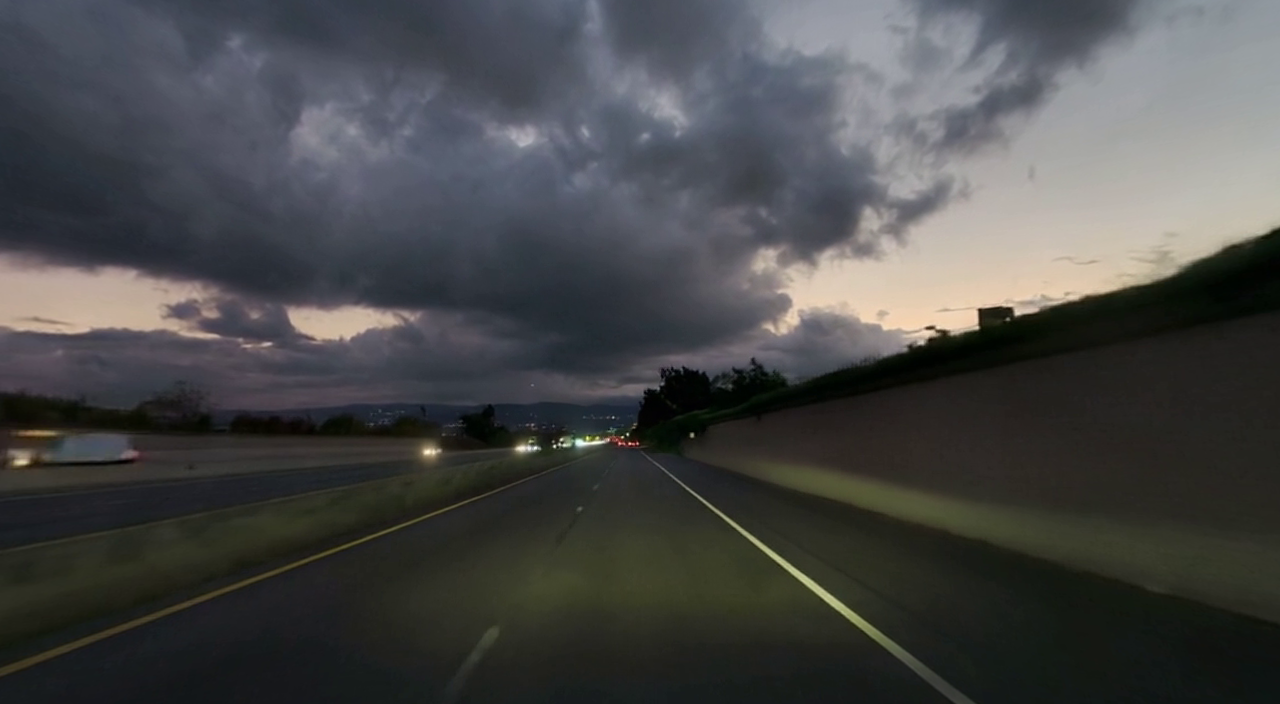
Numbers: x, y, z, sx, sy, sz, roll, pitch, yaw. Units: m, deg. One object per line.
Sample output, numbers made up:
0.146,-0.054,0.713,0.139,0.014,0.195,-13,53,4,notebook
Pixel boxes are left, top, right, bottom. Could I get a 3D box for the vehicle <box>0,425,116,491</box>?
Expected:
-29.700,5.117,30.804,2.547,2.870,6.947,0,-8,-5,vehicle
